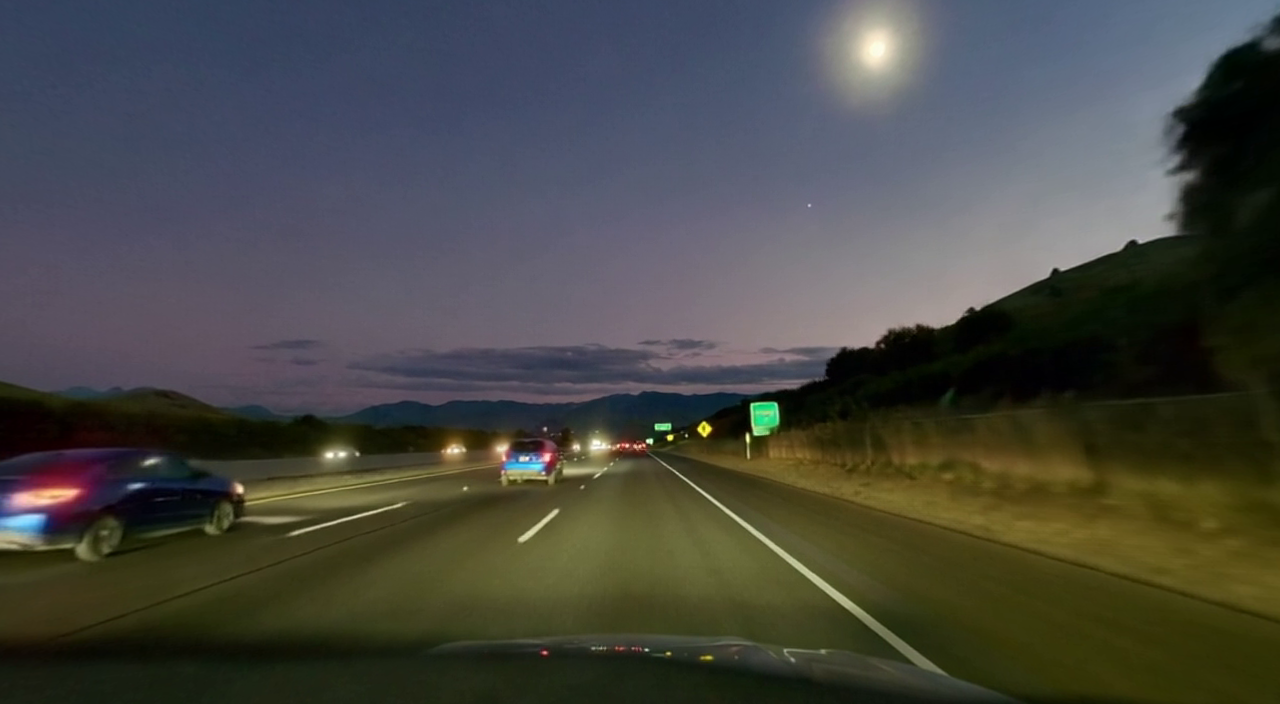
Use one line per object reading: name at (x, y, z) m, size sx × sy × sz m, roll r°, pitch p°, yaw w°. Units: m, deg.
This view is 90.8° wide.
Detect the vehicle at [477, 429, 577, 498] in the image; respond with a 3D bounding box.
vehicle at (-3.182, 3.256, 18.846) m, size 2.029 × 1.753 × 4.718 m, roll 0°, pitch -8°, yaw 1°

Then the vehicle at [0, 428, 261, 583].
vehicle at (-7.273, 1.803, 8.166) m, size 1.930 × 1.508 × 4.567 m, roll 0°, pitch -8°, yaw 0°
